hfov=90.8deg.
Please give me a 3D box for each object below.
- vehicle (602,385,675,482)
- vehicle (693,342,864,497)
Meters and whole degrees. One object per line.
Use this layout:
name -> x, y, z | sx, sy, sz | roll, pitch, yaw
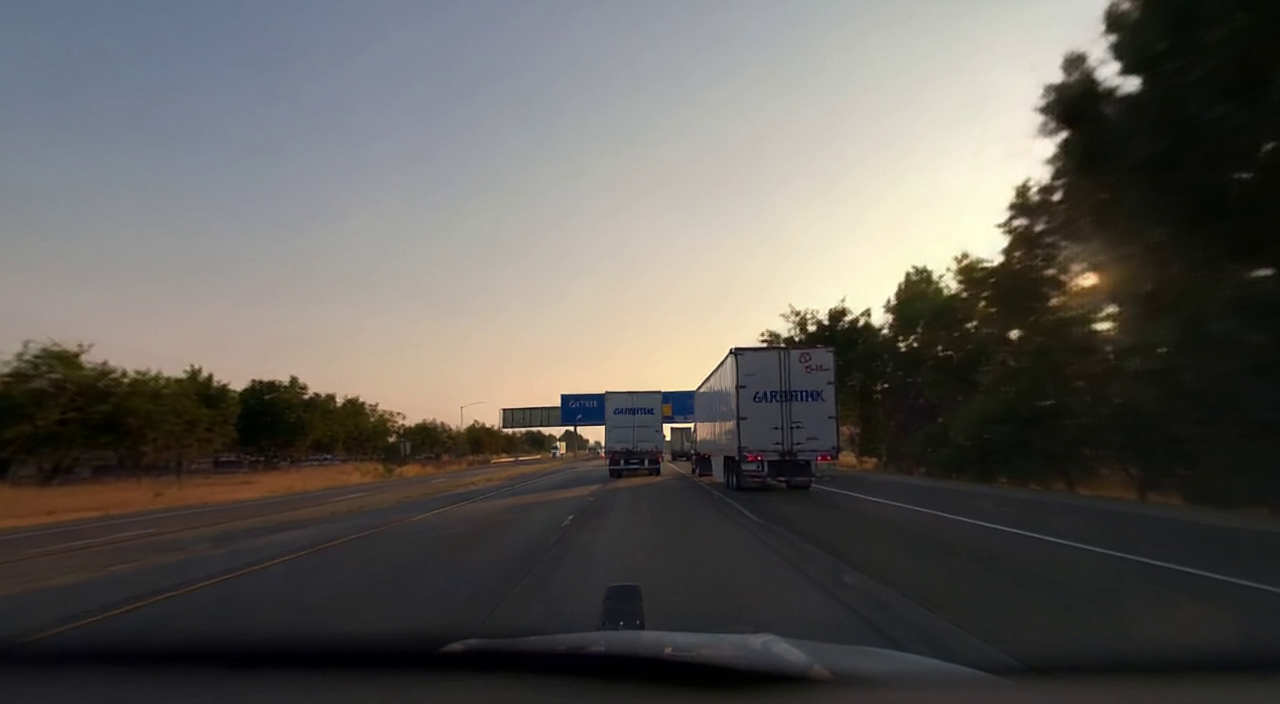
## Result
vehicle -> -0.063, 3.951, 29.809 | 2.864, 3.805, 9.709 | 0, -9, 0
vehicle -> 4.274, 2.874, 24.086 | 3.044, 4.128, 14.482 | 0, -9, -1
